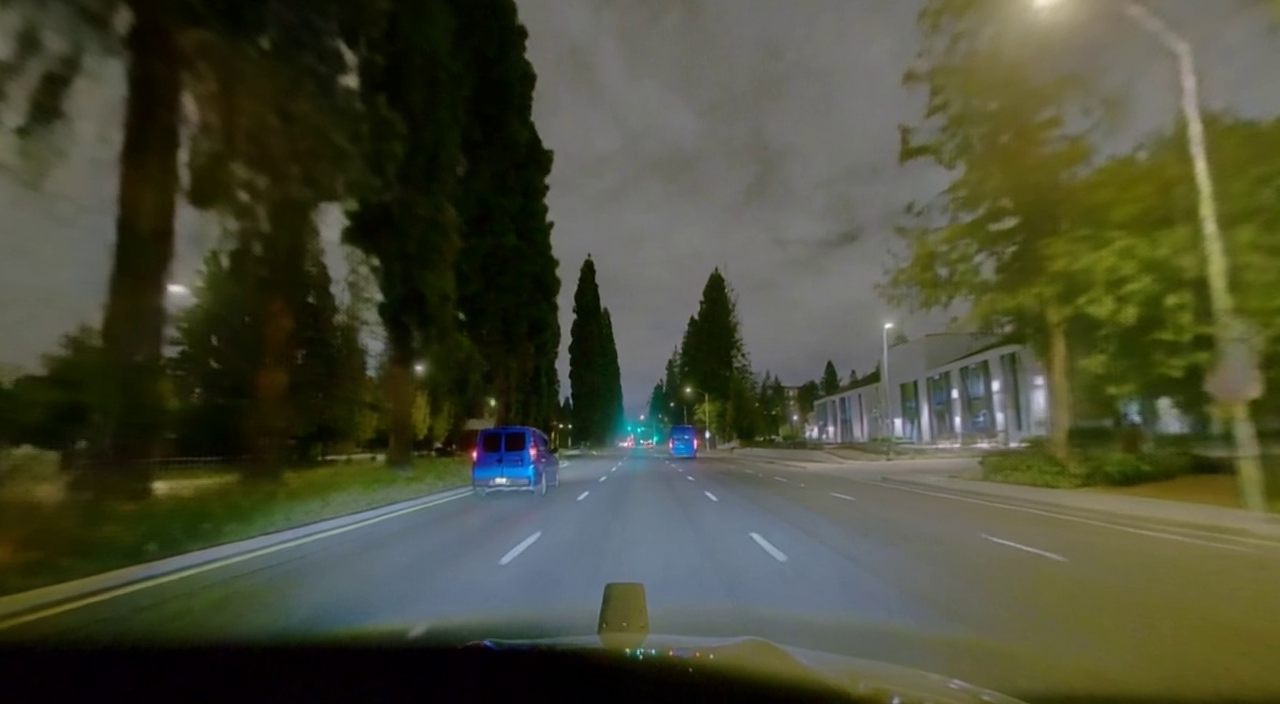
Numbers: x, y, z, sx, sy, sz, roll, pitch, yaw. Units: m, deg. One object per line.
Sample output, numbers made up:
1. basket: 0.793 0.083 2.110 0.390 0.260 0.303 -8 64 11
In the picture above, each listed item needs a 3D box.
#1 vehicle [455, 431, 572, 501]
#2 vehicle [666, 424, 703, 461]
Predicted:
1. vehicle: -3.176 2.973 16.877 2.129 1.602 4.532 0 -8 1
2. vehicle: 3.349 7.044 48.762 2.349 2.671 5.744 0 -8 -1
